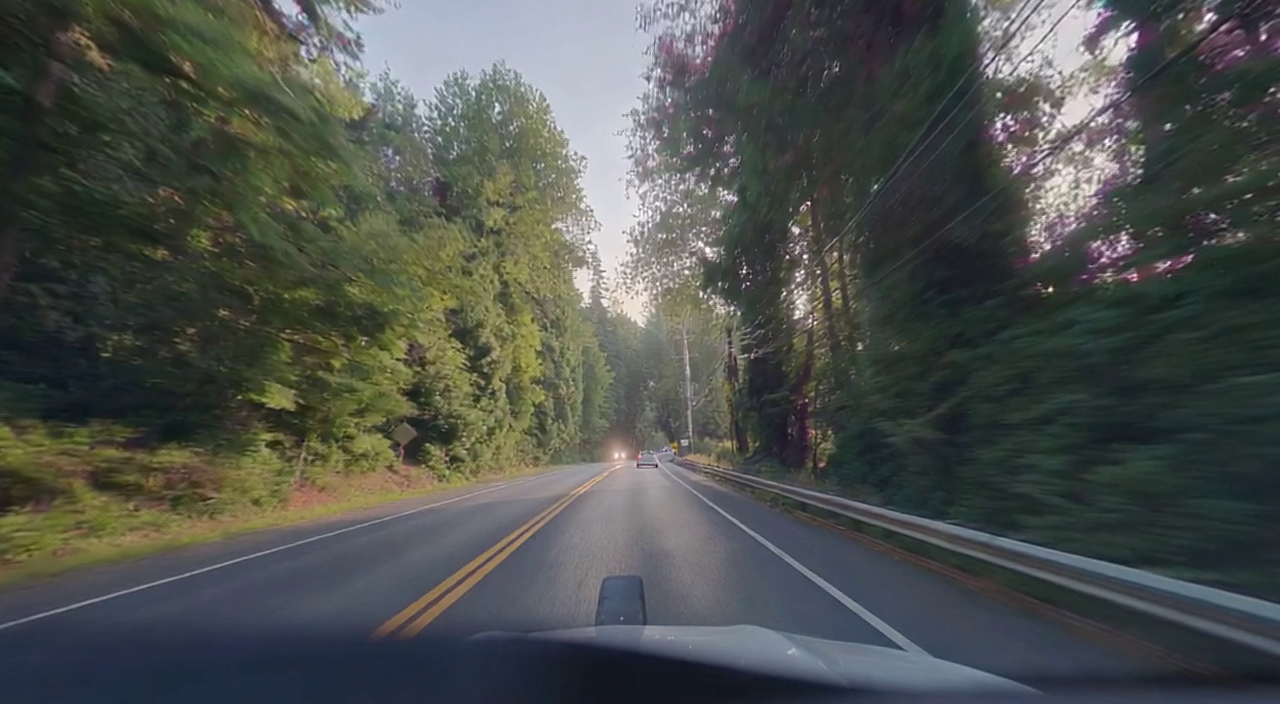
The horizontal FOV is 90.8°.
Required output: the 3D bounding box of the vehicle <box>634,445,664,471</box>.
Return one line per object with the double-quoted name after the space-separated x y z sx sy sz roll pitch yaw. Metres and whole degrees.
0.634 7.666 45.975 2.083 1.767 4.448 0 -9 0 "vehicle"
